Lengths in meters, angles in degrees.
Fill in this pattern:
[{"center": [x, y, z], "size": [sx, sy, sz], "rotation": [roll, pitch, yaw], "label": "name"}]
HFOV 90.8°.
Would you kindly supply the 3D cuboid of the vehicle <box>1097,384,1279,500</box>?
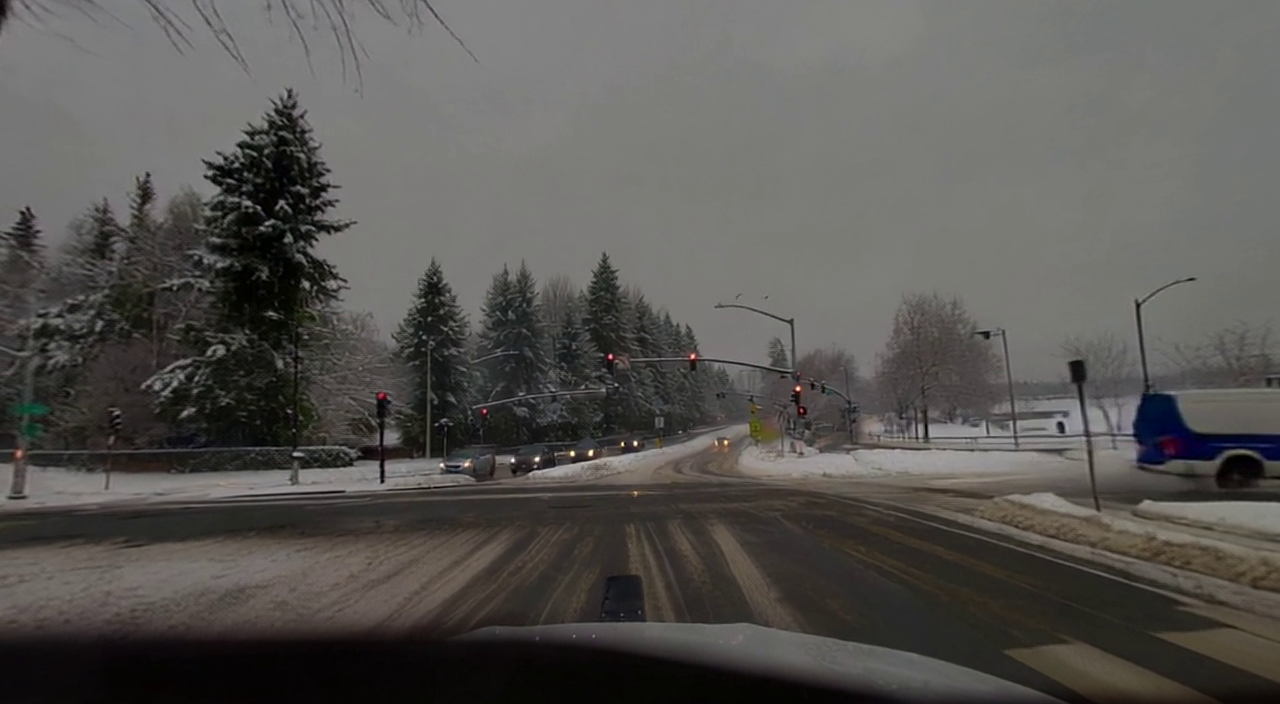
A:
[{"center": [14.289, 2.022, 14.256], "size": [5.791, 2.404, 2.465], "rotation": [-3, -9, 18], "label": "vehicle"}]
